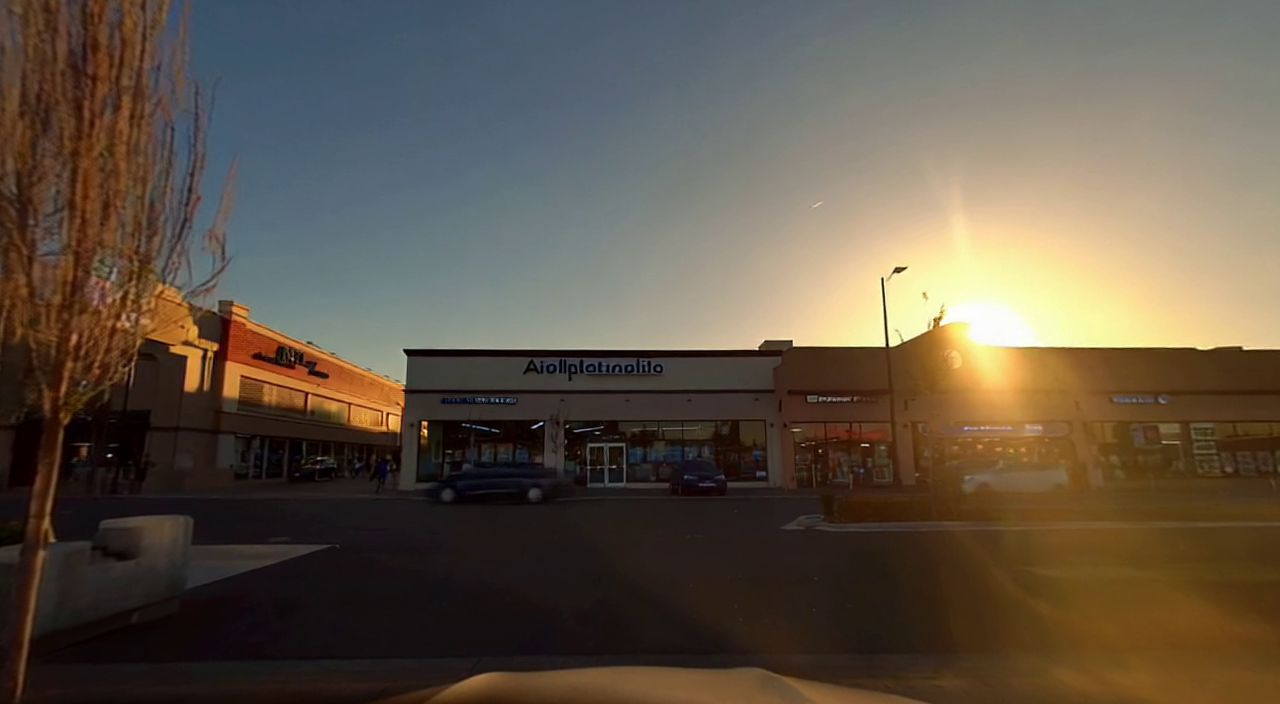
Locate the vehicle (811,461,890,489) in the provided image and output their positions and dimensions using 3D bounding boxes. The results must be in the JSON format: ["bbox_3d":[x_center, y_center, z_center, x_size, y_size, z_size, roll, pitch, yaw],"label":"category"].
[{"bbox_3d":[12.997,7.581,39.230,1.791,1.453,4.593,5,-10,-29],"label":"vehicle"}]

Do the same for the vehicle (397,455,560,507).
[{"bbox_3d":[-4.847,3.945,19.601,4.661,1.478,1.878,1,-9,-7],"label":"vehicle"}]

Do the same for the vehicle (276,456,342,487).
[{"bbox_3d":[-20.006,7.162,38.089,4.596,1.680,1.936,-7,-11,41],"label":"vehicle"}]

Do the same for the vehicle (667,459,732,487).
[{"bbox_3d":[3.610,7.495,39.404,1.812,1.468,4.519,5,-10,-28],"label":"vehicle"}]

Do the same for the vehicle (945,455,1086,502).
[{"bbox_3d":[13.784,4.623,23.342,4.073,1.609,1.813,1,-9,-4],"label":"vehicle"}]
